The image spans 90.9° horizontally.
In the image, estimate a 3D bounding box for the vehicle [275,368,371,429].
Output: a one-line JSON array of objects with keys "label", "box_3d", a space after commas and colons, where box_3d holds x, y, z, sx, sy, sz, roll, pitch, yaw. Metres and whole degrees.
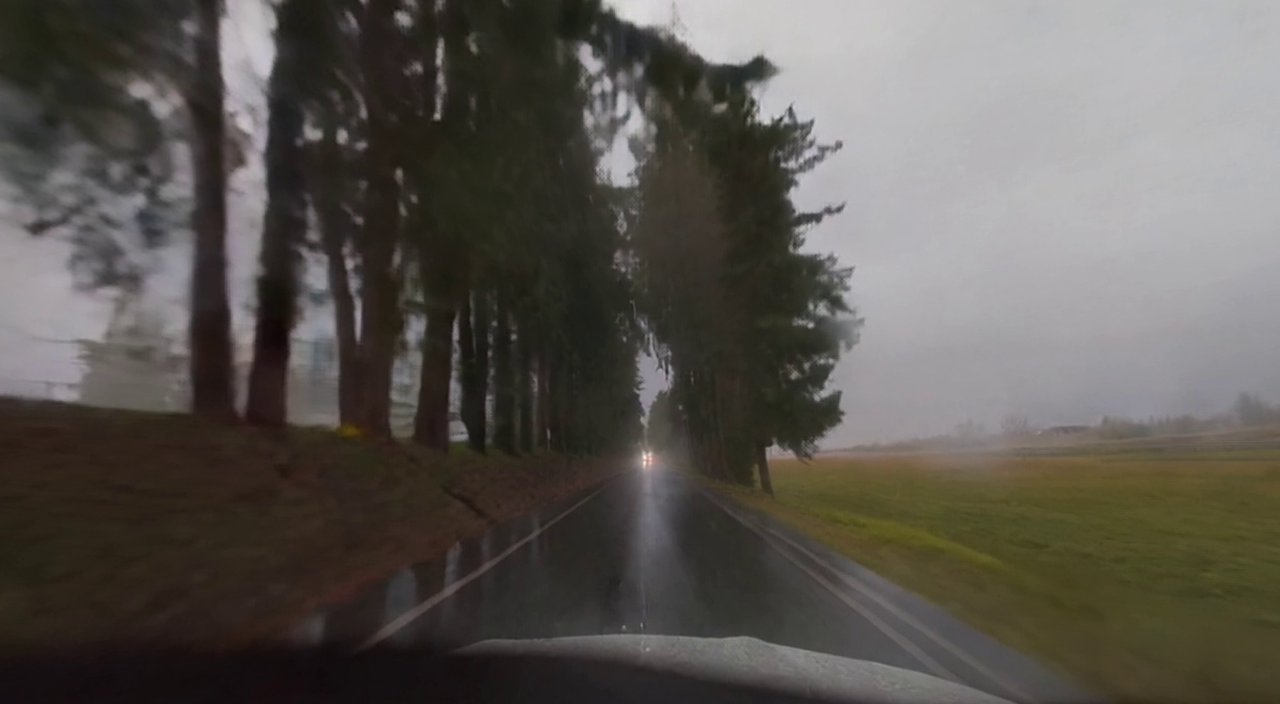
[{"label": "vehicle", "box_3d": [-24.311, 3.532, 49.059, 3.022, 4.324, 8.607, 0, -3, 0]}]

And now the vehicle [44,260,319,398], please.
[{"label": "vehicle", "box_3d": [-25.687, -0.564, 37.838, 3.314, 4.163, 16.558, 0, -13, 3]}]
